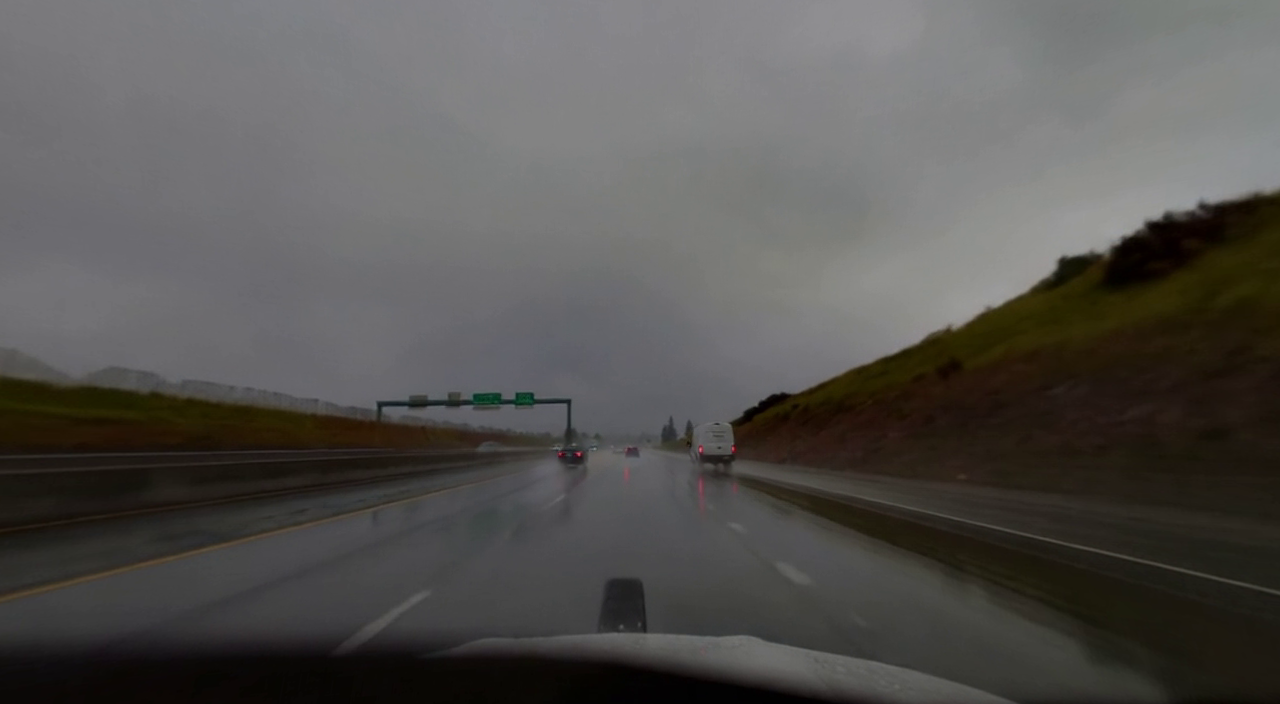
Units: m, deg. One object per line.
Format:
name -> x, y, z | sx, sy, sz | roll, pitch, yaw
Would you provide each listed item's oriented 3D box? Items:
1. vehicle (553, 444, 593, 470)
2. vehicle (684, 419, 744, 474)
vehicle -> -4.211, 6.667, 40.251 | 2.054, 1.529, 4.368 | 0, -9, 0
vehicle -> 3.765, 5.013, 33.287 | 2.361, 2.636, 5.684 | 0, -9, -2
